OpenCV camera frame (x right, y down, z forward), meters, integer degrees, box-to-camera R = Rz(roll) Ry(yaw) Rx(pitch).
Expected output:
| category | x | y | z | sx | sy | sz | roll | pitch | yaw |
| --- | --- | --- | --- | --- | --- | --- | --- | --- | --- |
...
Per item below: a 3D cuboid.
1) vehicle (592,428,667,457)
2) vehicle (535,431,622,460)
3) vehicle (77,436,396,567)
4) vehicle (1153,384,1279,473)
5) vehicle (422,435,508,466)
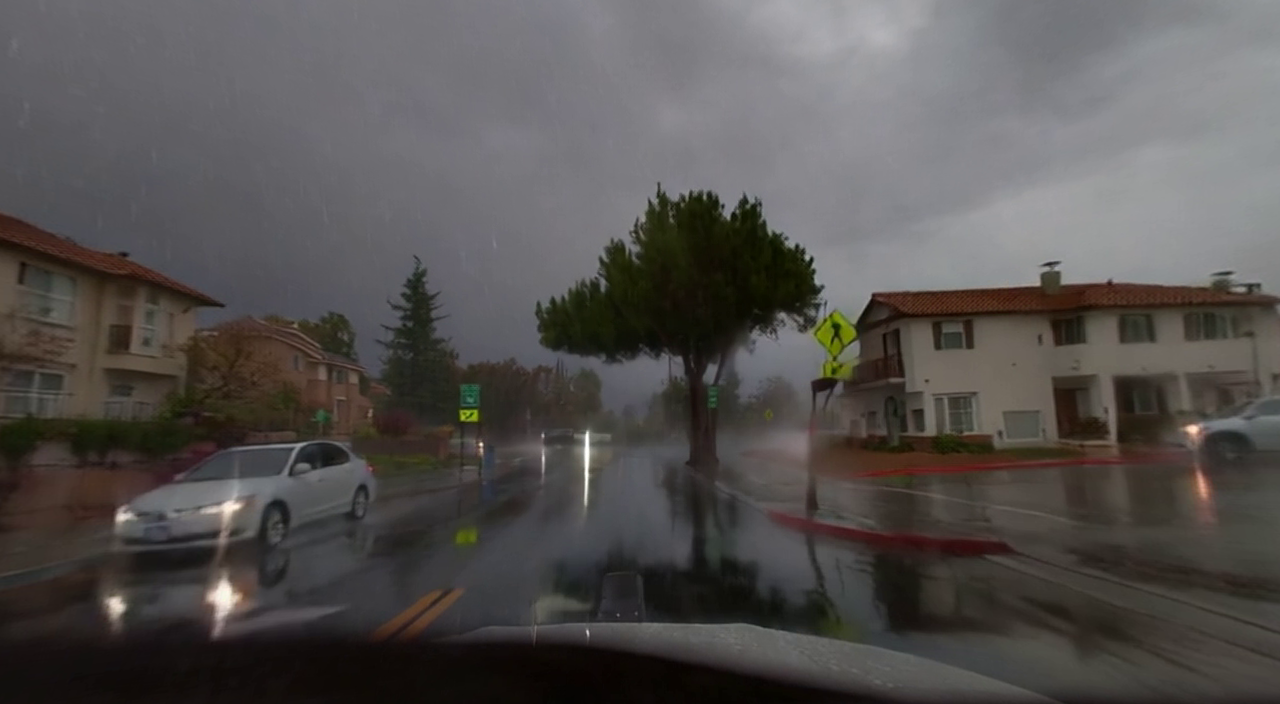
| category | x | y | z | sx | sy | sz | roll | pitch | yaw |
| --- | --- | --- | --- | --- | --- | --- | --- | --- | --- |
| vehicle | -0.791 | 6.589 | 46.115 | 5.113 | 2.048 | 1.962 | 3 | -8 | -24 |
| vehicle | -4.002 | 6.056 | 40.964 | 5.181 | 1.768 | 2.139 | 4 | -9 | -25 |
| vehicle | -5.397 | 1.986 | 9.261 | 1.919 | 1.464 | 4.155 | 0 | -8 | 0 |
| vehicle | 14.171 | 1.663 | 13.649 | 4.184 | 1.817 | 2.026 | -4 | -8 | 23 |
| vehicle | -10.207 | 5.726 | 36.718 | 4.639 | 1.700 | 2.002 | 2 | -8 | -18 |
